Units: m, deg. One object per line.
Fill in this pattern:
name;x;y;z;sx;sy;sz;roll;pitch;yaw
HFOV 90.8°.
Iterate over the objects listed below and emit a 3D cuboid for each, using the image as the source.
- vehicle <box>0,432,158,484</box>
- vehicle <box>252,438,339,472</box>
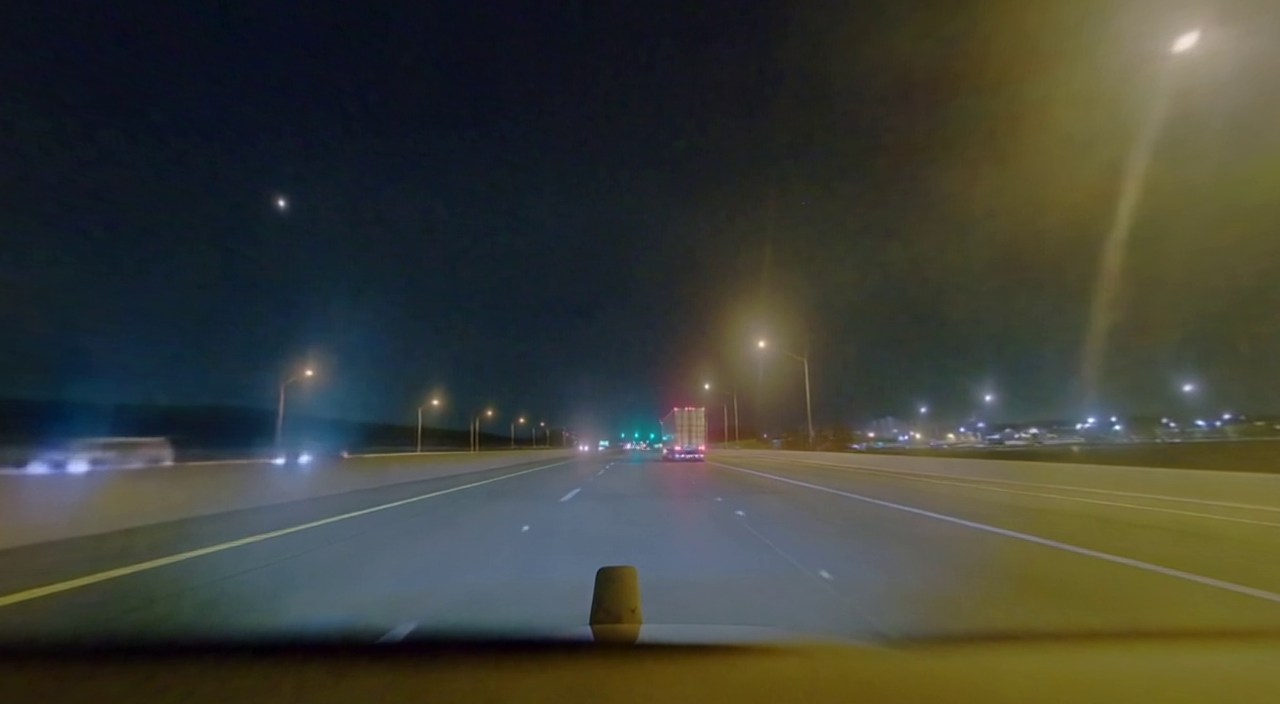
vehicle;-23.248;4.376;26.398;2.286;1.933;4.978;0;-9;-1
vehicle;-19.355;5.792;35.795;2.143;1.756;4.940;0;-8;-1
